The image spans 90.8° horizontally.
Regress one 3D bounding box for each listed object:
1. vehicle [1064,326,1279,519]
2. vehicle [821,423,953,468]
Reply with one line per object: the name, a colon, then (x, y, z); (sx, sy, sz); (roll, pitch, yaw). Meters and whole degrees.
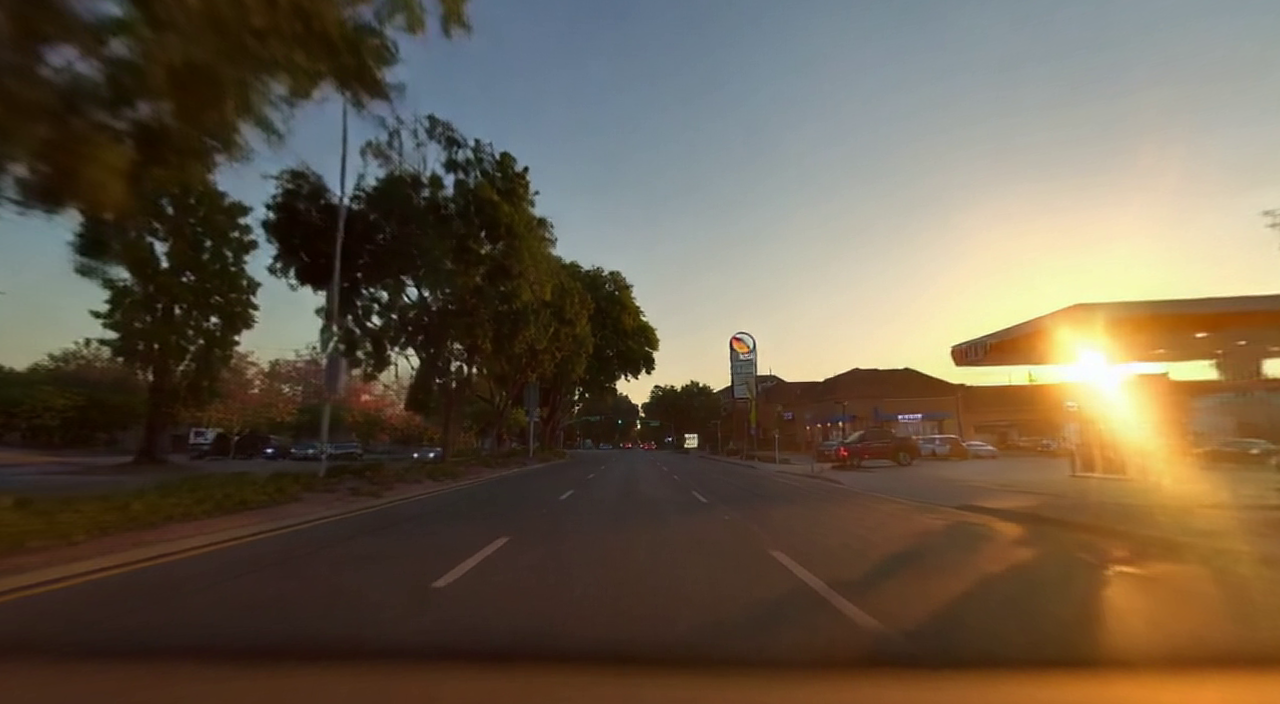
vehicle: (14.319, 1.483, 12.885); (9.127, 3.409, 2.992); (1, -8, -2)
vehicle: (13.227, 5.052, 34.221); (6.063, 2.313, 2.534); (0, -8, 1)
